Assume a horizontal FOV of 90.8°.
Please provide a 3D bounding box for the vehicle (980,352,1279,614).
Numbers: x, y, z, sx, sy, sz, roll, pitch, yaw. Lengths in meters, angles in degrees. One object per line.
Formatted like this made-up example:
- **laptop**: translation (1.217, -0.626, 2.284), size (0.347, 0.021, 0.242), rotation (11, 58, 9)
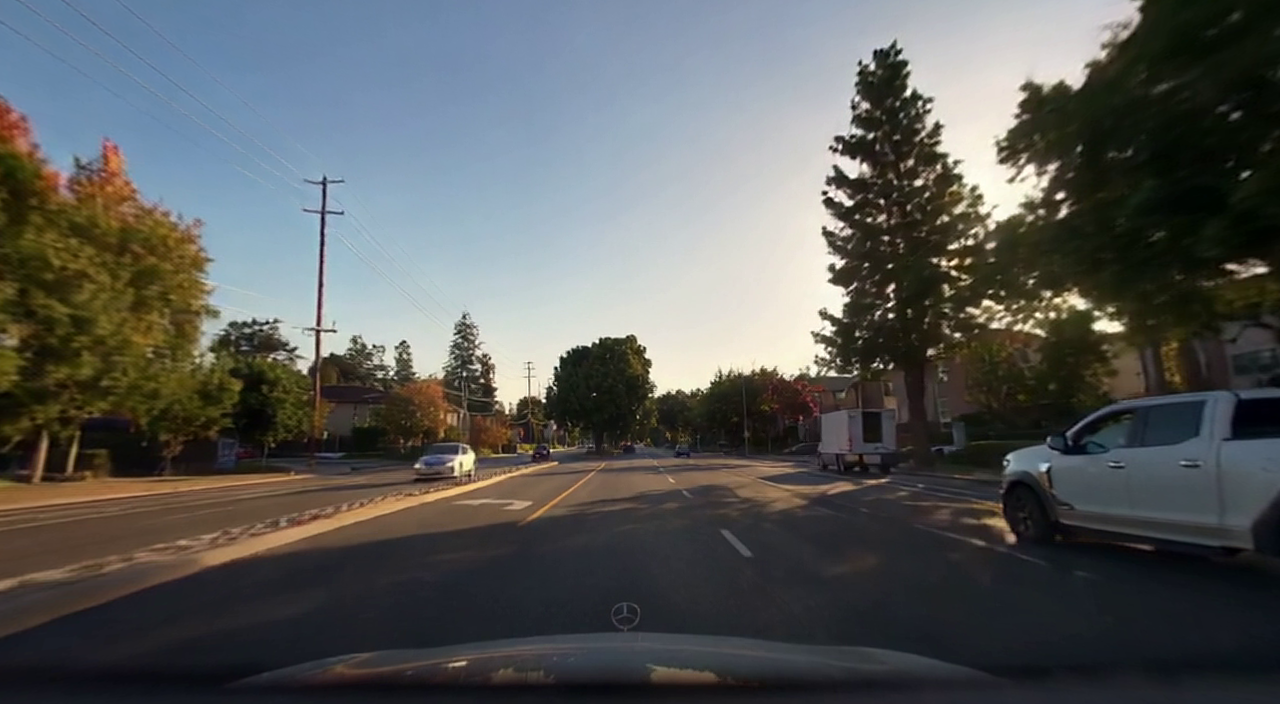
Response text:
- **vehicle**: translation (6.083, 1.124, 5.775), size (2.493, 1.956, 6.125), rotation (-1, -8, 0)

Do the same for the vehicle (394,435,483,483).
- **vehicle**: translation (-8.498, 4.535, 27.175), size (2.189, 1.816, 4.819), rotation (-1, -8, 0)

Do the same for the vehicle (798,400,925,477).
- **vehicle**: translation (10.139, 4.112, 30.142), size (2.842, 2.993, 8.104), rotation (-3, -8, -1)
